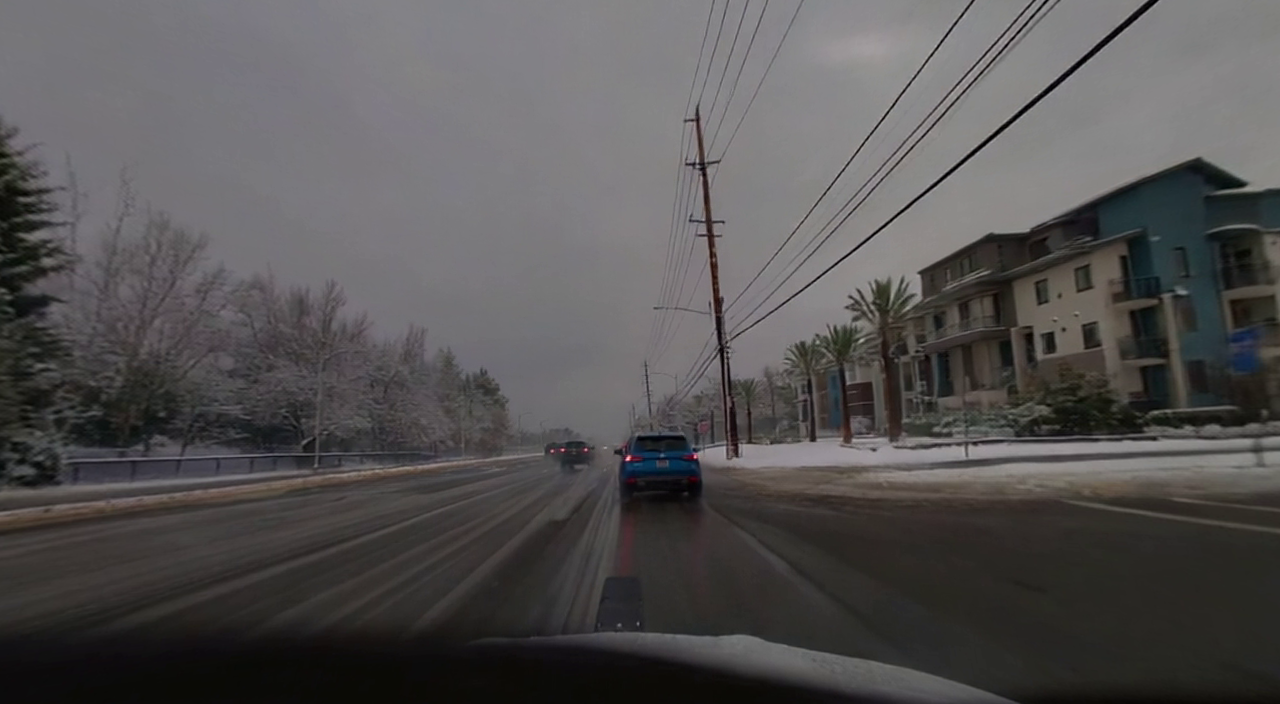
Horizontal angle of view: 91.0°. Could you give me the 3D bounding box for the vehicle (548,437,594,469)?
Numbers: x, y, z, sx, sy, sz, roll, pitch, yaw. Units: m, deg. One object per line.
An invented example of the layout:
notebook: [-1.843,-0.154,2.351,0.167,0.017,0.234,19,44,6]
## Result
vehicle: [-4.049,6.029,37.768,2.169,1.796,4.821,0,-9,0]

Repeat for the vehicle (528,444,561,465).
vehicle: [-7.208,7.760,47.890,1.910,1.484,3.980,0,-9,0]

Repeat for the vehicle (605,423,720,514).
vehicle: [0.355,2.539,14.154,2.198,1.706,4.166,0,-9,-2]
